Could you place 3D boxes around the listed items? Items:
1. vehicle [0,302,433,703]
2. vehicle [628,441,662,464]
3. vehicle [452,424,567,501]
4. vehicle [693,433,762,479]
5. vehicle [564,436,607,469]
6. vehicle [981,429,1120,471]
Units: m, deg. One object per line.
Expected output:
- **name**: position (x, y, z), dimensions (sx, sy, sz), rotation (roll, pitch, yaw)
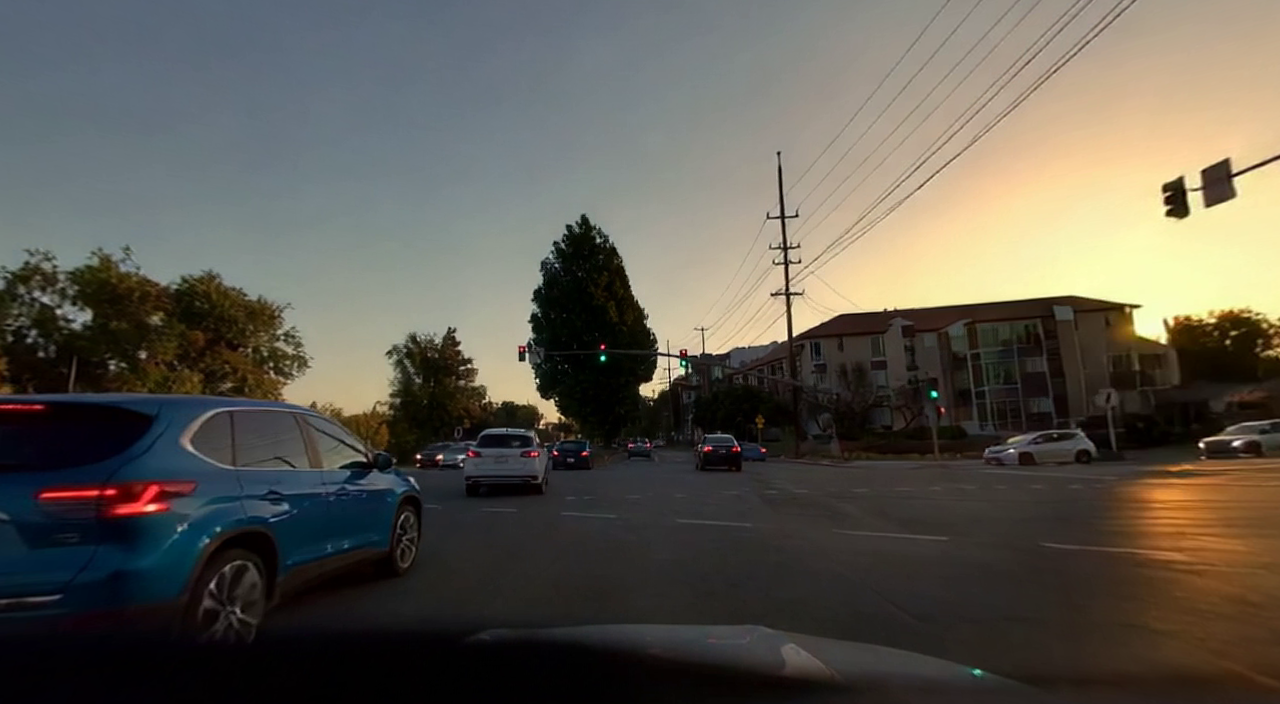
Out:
- **vehicle**: position (-3.153, 1.017, 4.052), dimensions (2.127, 1.754, 4.287), rotation (0, -8, 1)
- **vehicle**: position (0.370, 6.870, 43.192), dimensions (2.185, 1.515, 4.215), rotation (0, -8, 1)
- **vehicle**: position (-3.230, 2.842, 16.566), dimensions (1.958, 1.744, 4.315), rotation (0, -8, 2)
- **vehicle**: position (3.545, 4.332, 26.425), dimensions (2.201, 1.734, 4.564), rotation (0, -8, -1)
- **vehicle**: position (-2.916, 5.520, 34.643), dimensions (1.900, 1.677, 4.128), rotation (0, -8, 2)
- **vehicle**: position (16.332, 3.931, 25.300), dimensions (4.119, 1.574, 2.028), rotation (-1, -9, 8)
